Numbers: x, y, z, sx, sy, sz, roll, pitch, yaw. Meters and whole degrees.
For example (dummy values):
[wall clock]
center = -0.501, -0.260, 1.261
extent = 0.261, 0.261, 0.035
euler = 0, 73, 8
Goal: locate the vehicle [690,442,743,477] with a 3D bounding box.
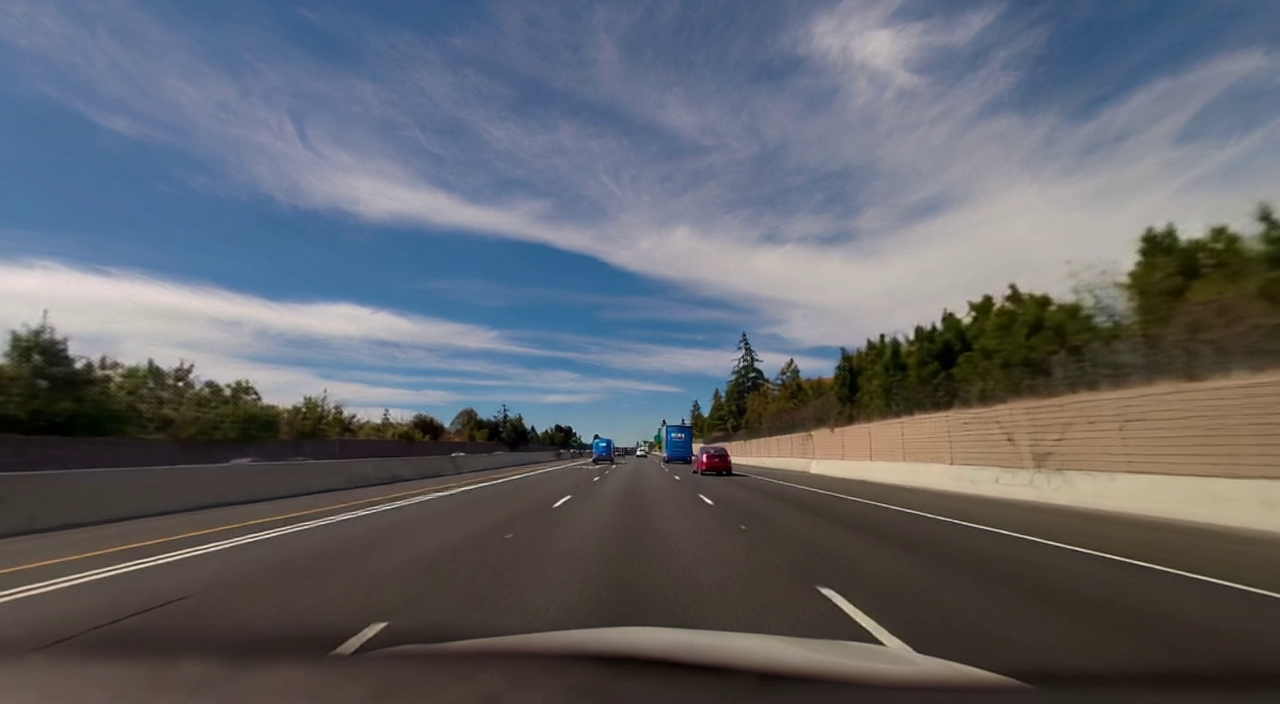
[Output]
[vehicle]
center = 3.798, 5.412, 32.085
extent = 2.066, 1.638, 4.158
euler = 0, -9, -2
